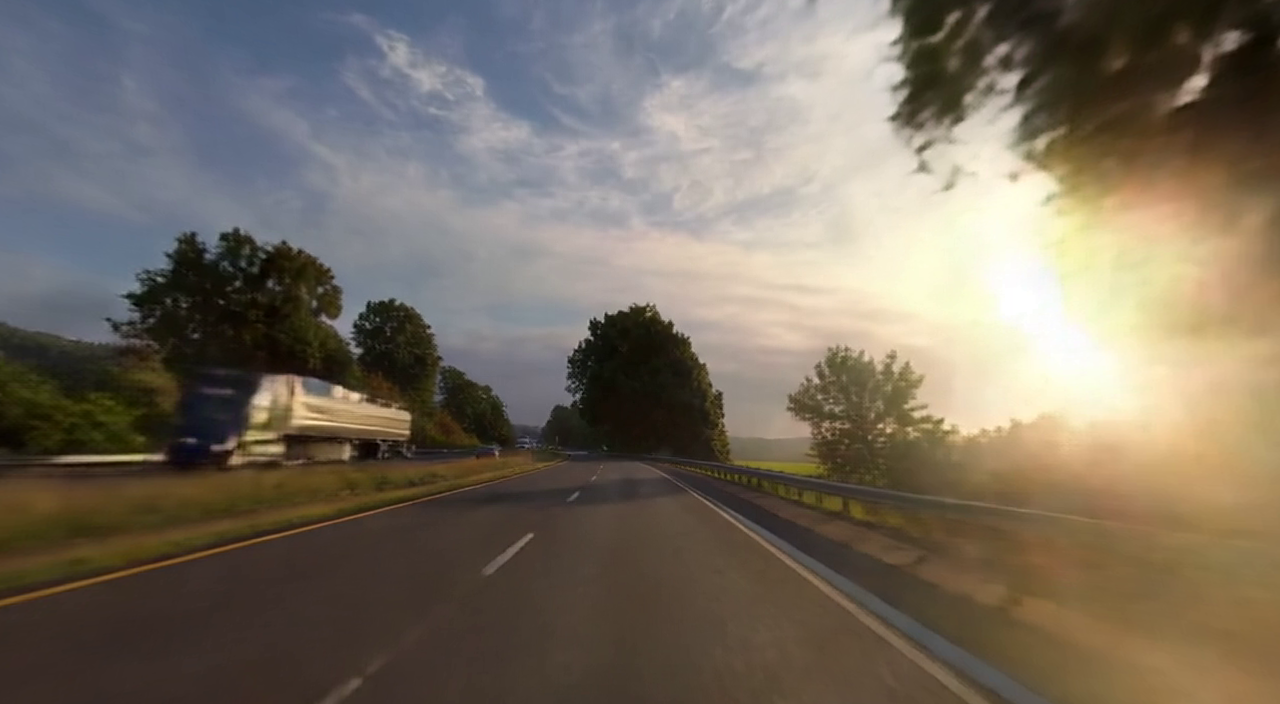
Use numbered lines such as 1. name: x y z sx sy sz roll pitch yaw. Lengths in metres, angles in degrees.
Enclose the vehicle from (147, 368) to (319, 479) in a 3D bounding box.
1. vehicle: -16.136 3.016 25.648 3.031 3.950 5.826 0 -9 -2
